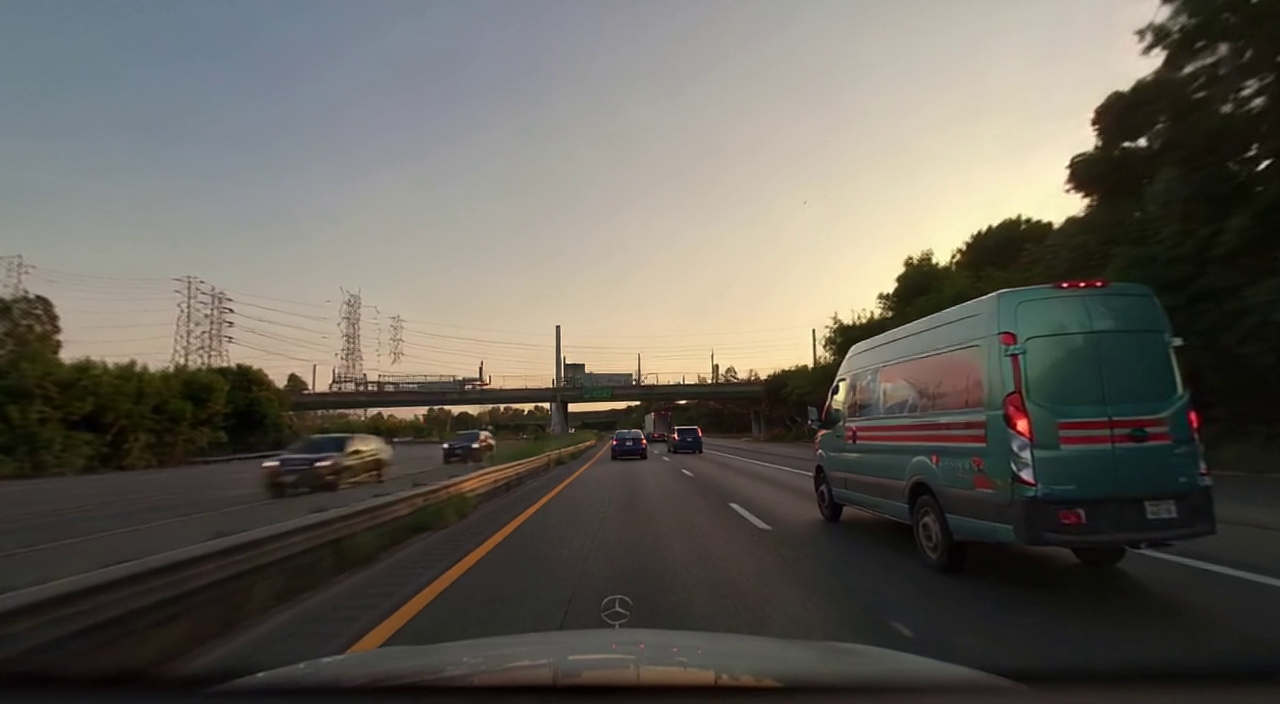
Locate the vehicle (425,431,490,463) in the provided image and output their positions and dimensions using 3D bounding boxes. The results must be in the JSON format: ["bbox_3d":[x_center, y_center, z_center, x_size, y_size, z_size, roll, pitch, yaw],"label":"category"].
[{"bbox_3d":[-9.637,5.062,33.757,2.086,1.597,4.854,0,-8,-1],"label":"vehicle"}]

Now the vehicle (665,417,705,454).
[{"bbox_3d":[3.196,6.123,46.068,2.387,2.506,5.374,0,-8,-2],"label":"vehicle"}]

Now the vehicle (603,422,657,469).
[{"bbox_3d":[-0.450,3.837,26.004,2.073,1.750,4.116,0,-8,-2],"label":"vehicle"}]

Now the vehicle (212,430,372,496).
[{"bbox_3d":[-9.250,2.946,17.236,1.992,1.566,4.223,0,-8,-1],"label":"vehicle"}]
